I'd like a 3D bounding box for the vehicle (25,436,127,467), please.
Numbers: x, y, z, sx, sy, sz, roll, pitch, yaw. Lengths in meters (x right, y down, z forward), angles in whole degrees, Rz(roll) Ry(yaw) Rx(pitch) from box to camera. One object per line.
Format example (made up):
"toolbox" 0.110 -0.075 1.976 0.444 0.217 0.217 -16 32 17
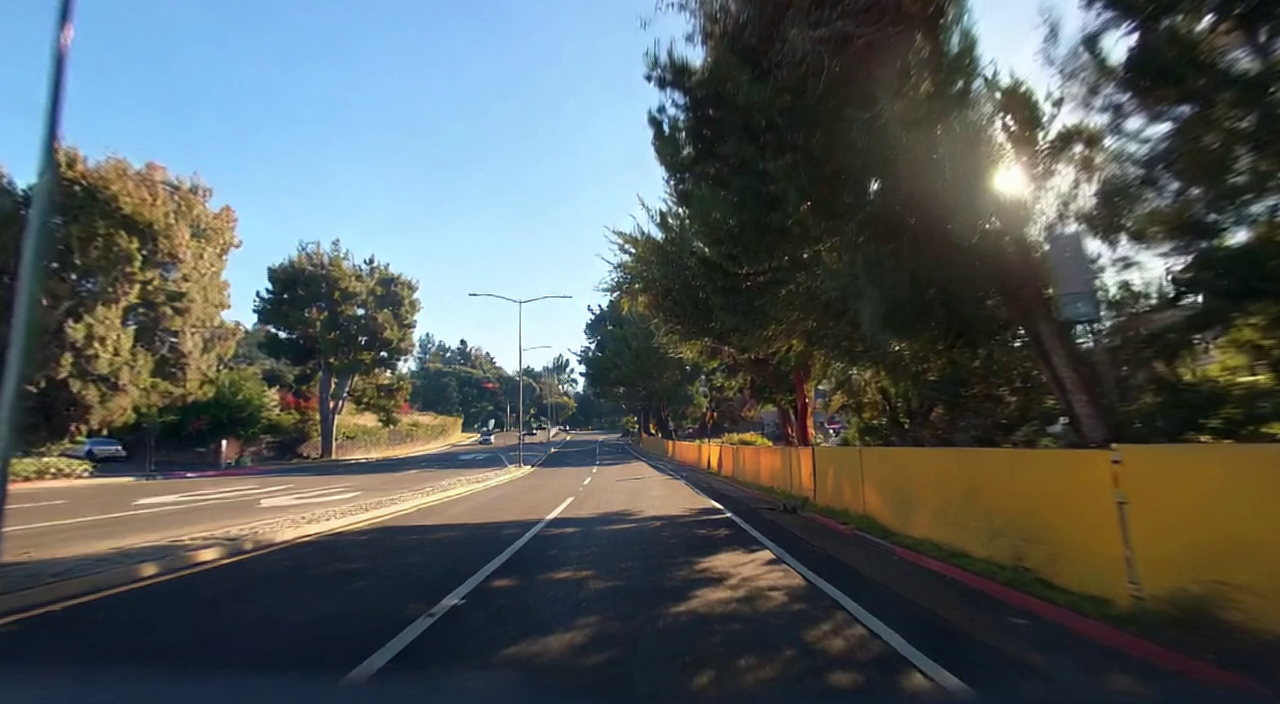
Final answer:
"vehicle" -32.284 5.675 36.237 4.017 1.663 1.966 -1 -8 2
